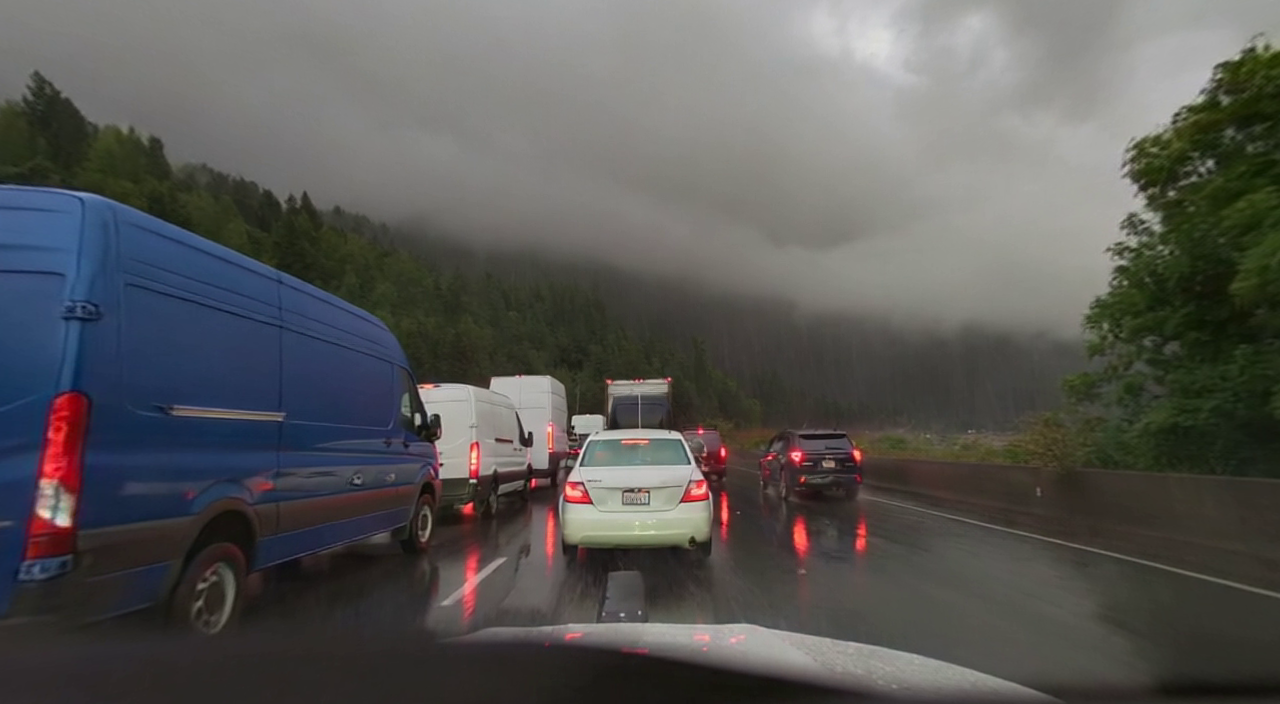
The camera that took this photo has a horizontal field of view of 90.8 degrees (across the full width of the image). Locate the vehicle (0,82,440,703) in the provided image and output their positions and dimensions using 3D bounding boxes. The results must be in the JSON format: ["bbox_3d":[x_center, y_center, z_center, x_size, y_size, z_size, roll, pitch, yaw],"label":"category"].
[{"bbox_3d":[-4.039,0.643,6.060,2.254,2.879,6.656,0,-9,-2],"label":"vehicle"}]

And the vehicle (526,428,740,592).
[{"bbox_3d":[-0.096,1.741,7.660,1.995,1.495,3.380,0,-9,-1],"label":"vehicle"}]
